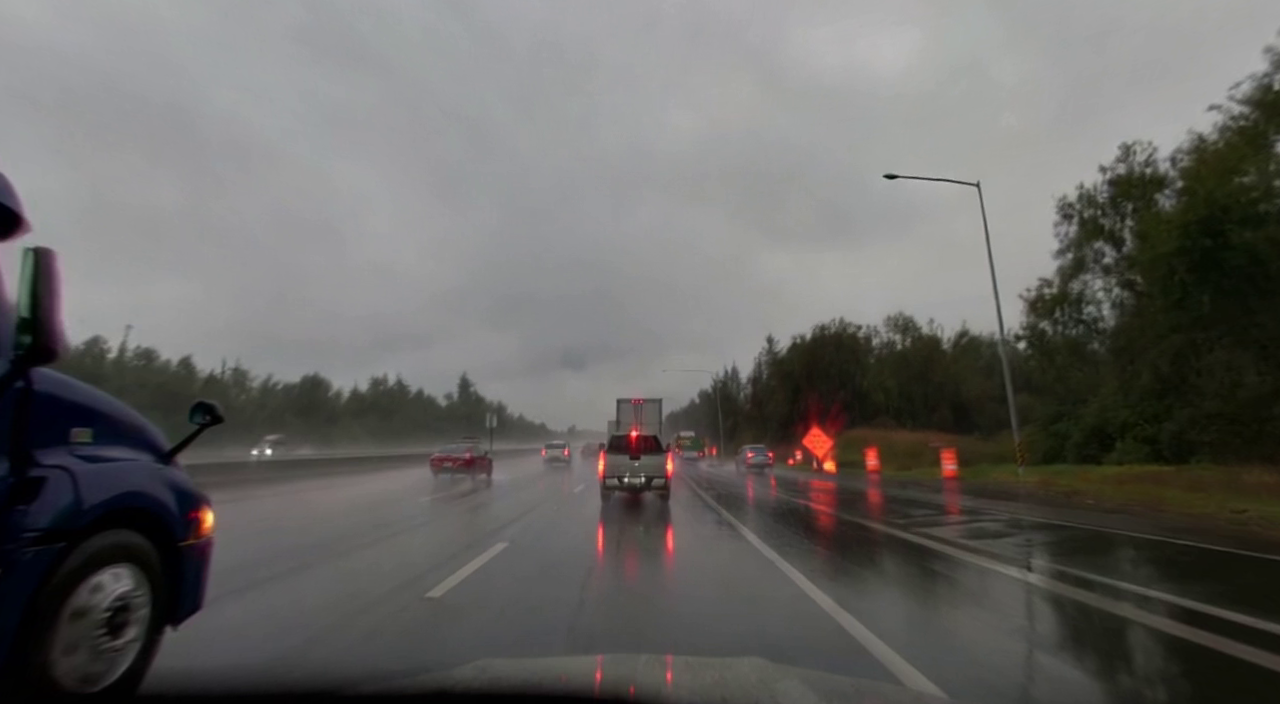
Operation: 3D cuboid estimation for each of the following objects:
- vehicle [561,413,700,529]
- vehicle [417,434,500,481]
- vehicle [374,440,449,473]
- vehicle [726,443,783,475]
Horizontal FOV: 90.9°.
[{"bbox_3d":[-0.152,2.152,11.827,2.152,1.779,3.924,0,-9,0],"label":"vehicle"},{"bbox_3d":[-7.198,4.218,25.534,1.950,1.716,4.436,0,-9,1],"label":"vehicle"},{"bbox_3d":[-11.263,5.189,31.430,1.985,1.496,4.583,0,-9,1],"label":"vehicle"},{"bbox_3d":[5.776,5.447,32.278,1.918,1.479,4.571,0,-9,-2],"label":"vehicle"}]
